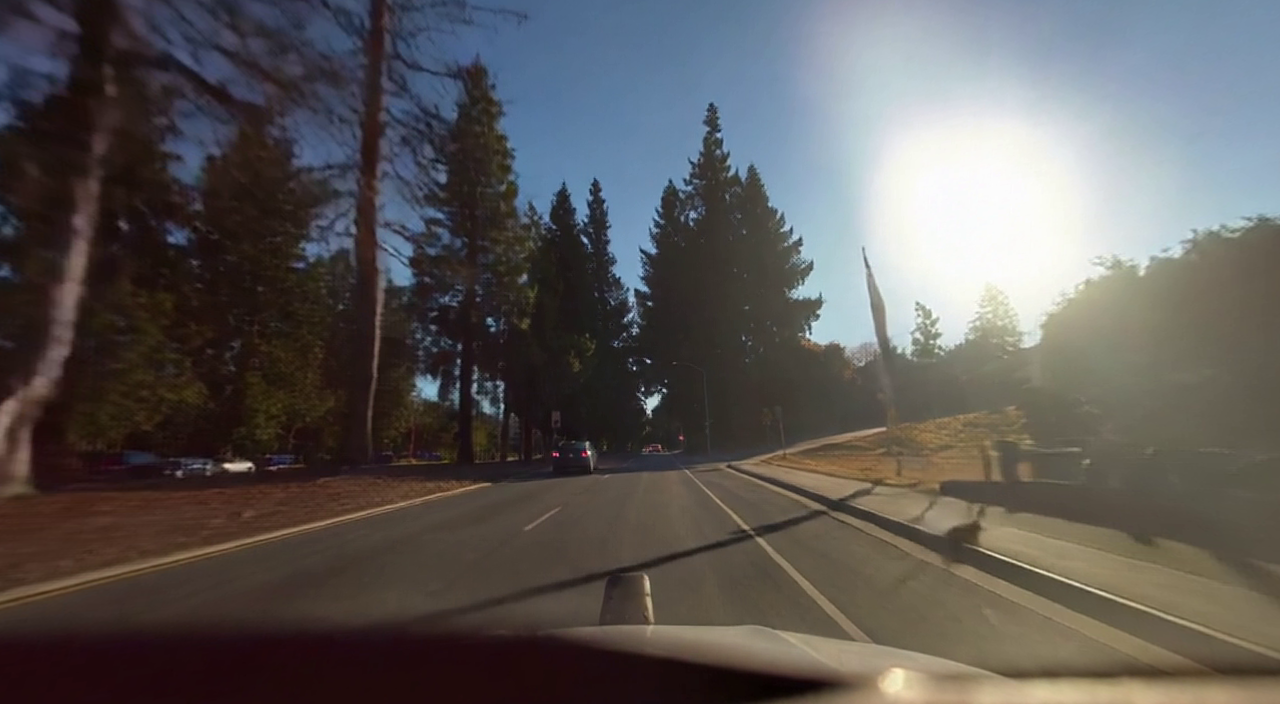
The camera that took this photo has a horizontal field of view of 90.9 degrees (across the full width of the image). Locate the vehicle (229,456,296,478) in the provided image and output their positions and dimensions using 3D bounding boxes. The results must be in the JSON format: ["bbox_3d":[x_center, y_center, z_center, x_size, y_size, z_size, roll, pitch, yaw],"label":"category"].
[{"bbox_3d":[-28.457,8.631,47.703,1.866,1.479,4.731,0,-9,3],"label":"vehicle"}]

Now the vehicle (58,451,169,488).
[{"bbox_3d":[-29.123,6.460,35.095,1.968,1.821,4.810,-1,-9,1],"label":"vehicle"}]

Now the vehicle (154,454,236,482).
[{"bbox_3d":[-29.019,7.555,41.308,1.845,1.513,4.993,-6,-9,0],"label":"vehicle"}]

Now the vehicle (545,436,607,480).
[{"bbox_3d":[-2.632,4.501,27.058,2.016,1.694,4.335,0,-9,2],"label":"vehicle"}]
